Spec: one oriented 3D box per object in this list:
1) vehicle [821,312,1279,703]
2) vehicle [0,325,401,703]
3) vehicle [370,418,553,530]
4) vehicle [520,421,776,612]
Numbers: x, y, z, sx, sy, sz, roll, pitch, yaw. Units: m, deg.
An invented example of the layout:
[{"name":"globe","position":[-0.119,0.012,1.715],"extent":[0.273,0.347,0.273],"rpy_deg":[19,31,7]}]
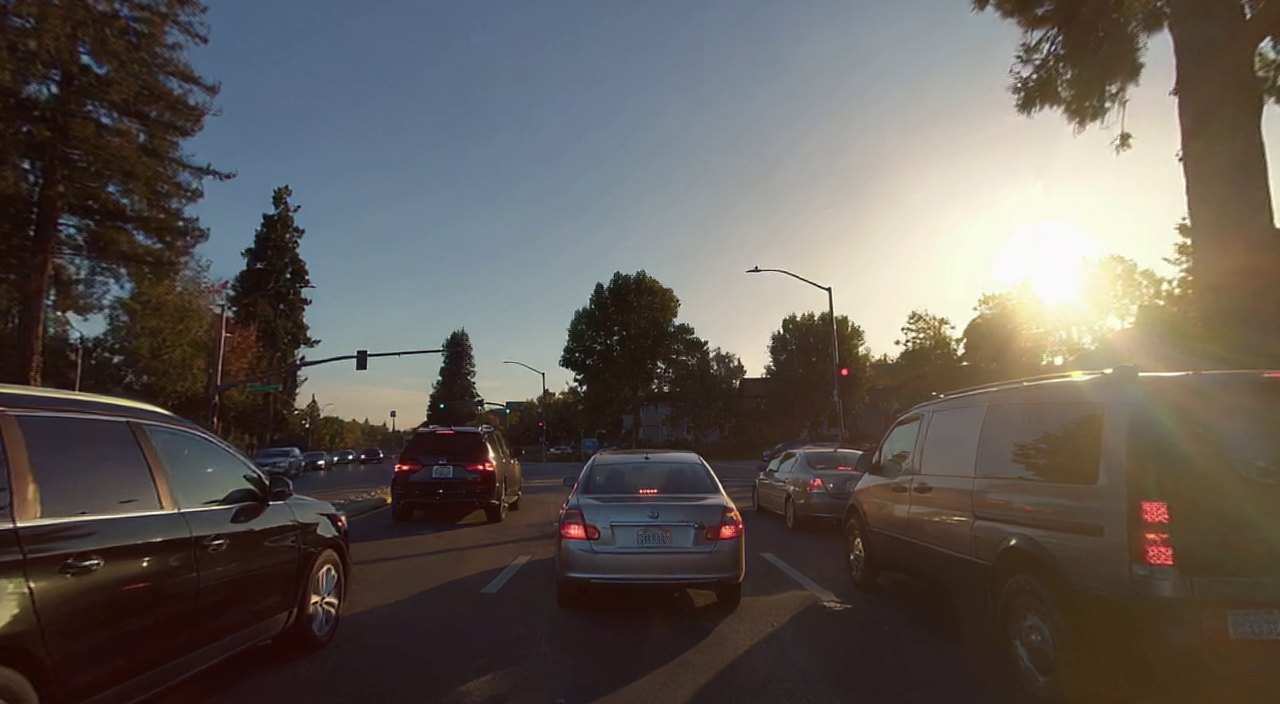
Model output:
[{"name":"vehicle","position":[3.217,1.097,4.728],"extent":[2.141,1.833,4.704],"rpy_deg":[0,-8,-2]},{"name":"vehicle","position":[-3.124,0.956,3.309],"extent":[1.982,1.721,4.261],"rpy_deg":[0,-8,1]},{"name":"vehicle","position":[-3.181,2.300,12.447],"extent":[2.117,1.772,4.619],"rpy_deg":[0,-8,2]},{"name":"vehicle","position":[0.025,1.593,7.030],"extent":[2.021,1.490,3.948],"rpy_deg":[0,-8,-1]}]
